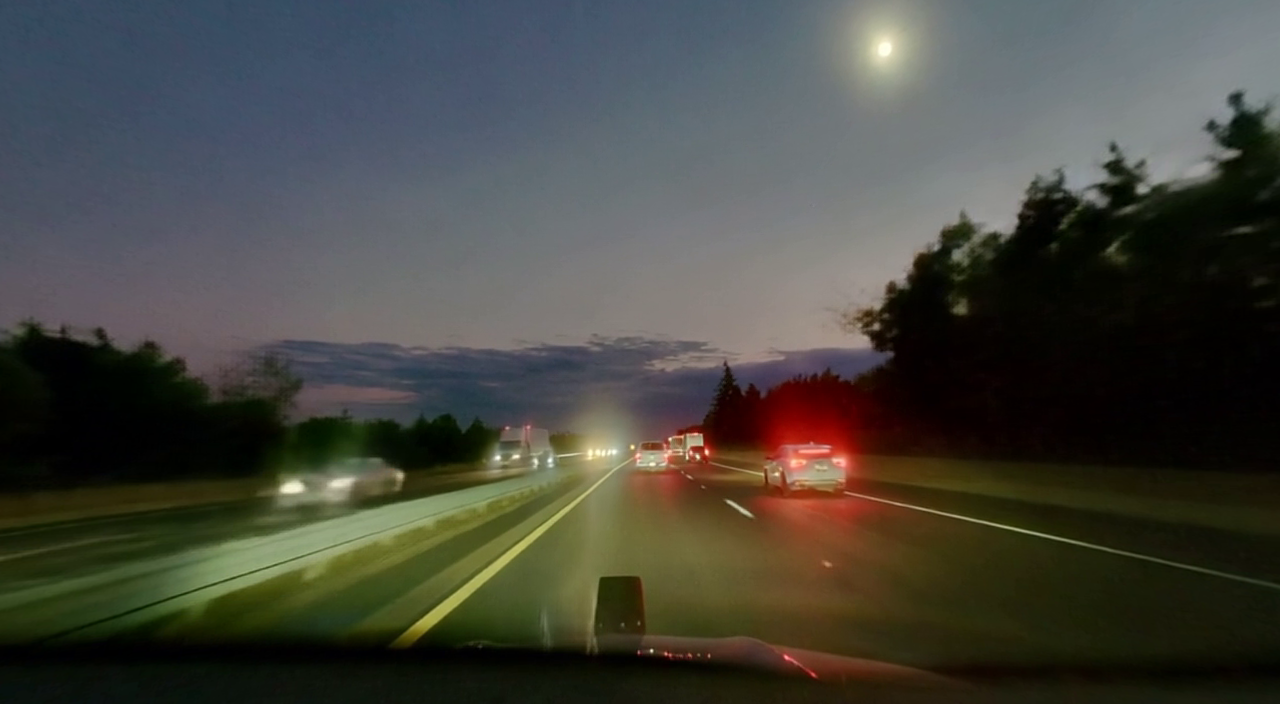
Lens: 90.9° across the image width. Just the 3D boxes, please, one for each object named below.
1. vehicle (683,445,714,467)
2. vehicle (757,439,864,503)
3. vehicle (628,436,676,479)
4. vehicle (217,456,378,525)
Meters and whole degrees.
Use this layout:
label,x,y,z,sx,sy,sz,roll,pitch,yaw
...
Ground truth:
label,x,y,z,sx,sy,sz,roll,pitch,yaw
vehicle,4.570,8.225,49.918,1.961,1.689,3.971,0,-9,-1
vehicle,4.553,3.206,17.383,1.868,1.566,3.509,0,-9,-1
vehicle,0.547,5.088,30.570,2.143,1.925,4.101,0,-9,0
vehicle,-8.598,3.477,16.315,1.884,1.486,3.974,0,-9,1
